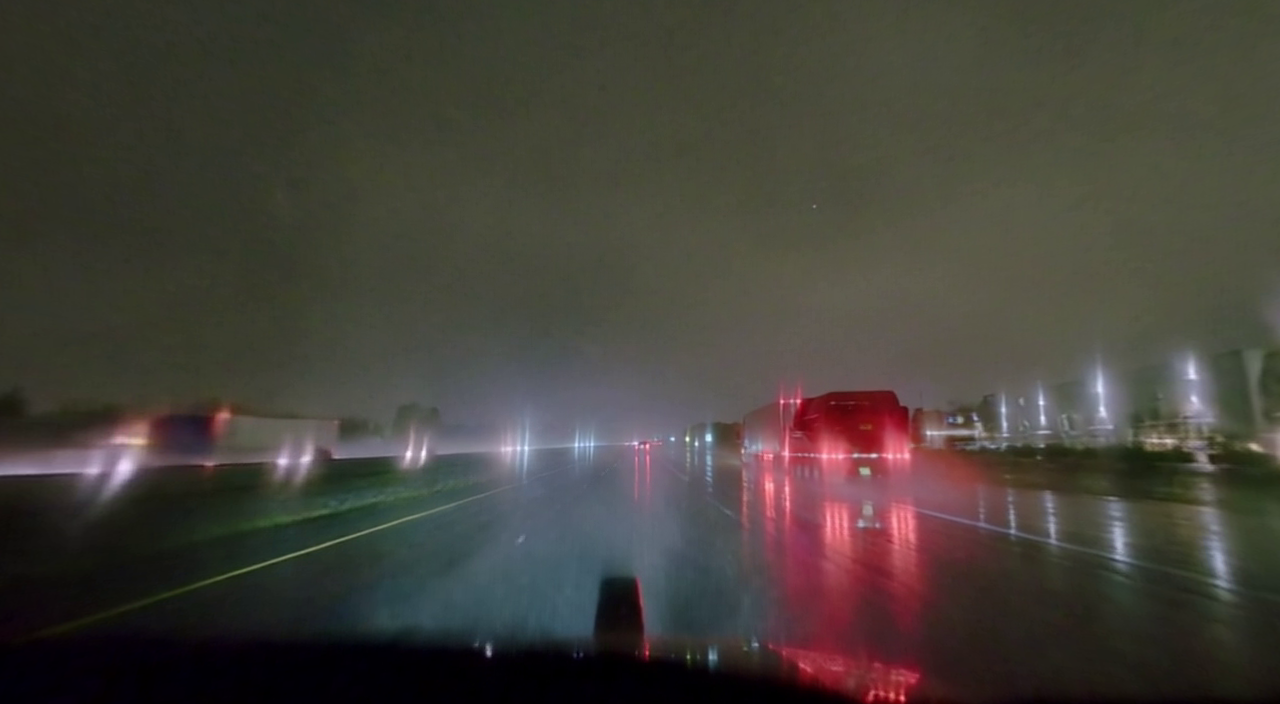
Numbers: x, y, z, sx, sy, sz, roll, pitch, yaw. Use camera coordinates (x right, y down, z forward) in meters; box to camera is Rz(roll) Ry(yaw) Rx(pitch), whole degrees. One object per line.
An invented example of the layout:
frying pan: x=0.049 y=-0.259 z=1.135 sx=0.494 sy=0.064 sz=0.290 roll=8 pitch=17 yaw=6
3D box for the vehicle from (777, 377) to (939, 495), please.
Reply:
vehicle: x=6.810 y=2.856 z=21.248 sx=2.793 sy=3.204 sz=7.997 roll=0 pitch=-8 yaw=2

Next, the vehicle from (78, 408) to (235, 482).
vehicle: x=-29.111 y=5.668 z=38.664 sx=3.031 sy=4.002 sz=8.091 roll=0 pitch=-8 yaw=0

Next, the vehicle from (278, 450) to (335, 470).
vehicle: x=-25.310 y=8.209 z=48.104 sx=1.925 sy=1.440 sz=4.339 roll=0 pitch=-8 yaw=1
